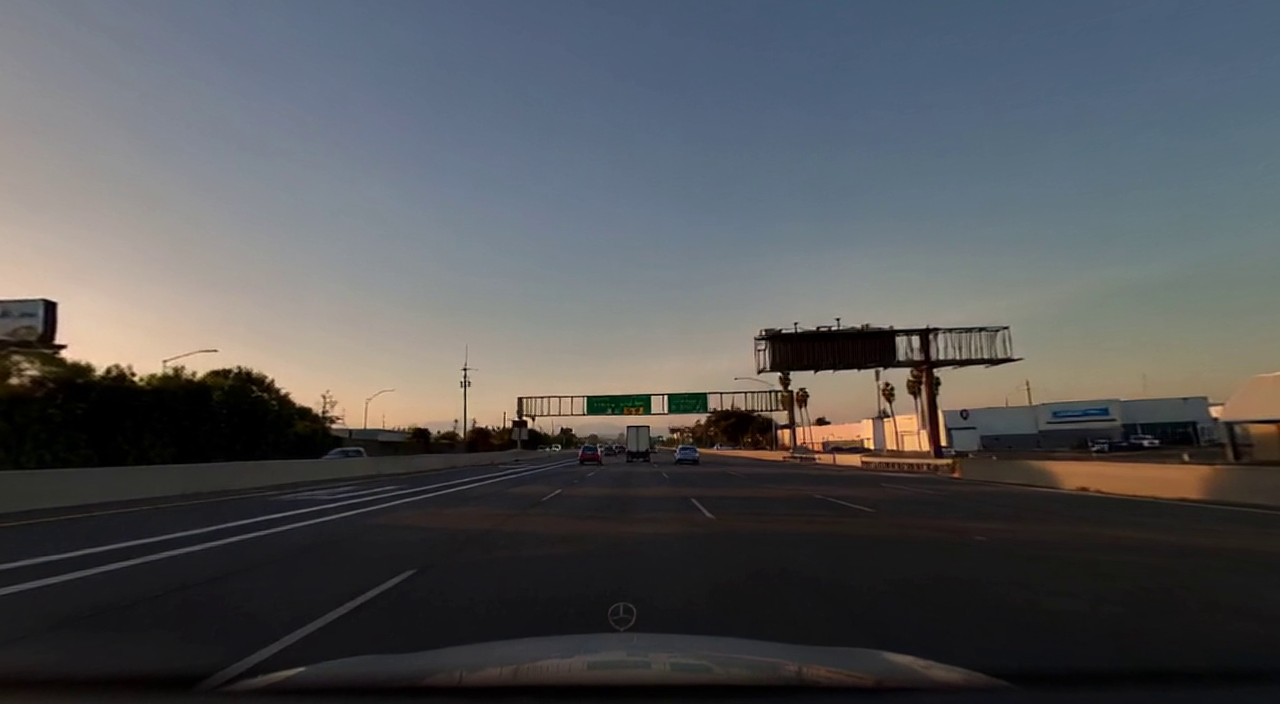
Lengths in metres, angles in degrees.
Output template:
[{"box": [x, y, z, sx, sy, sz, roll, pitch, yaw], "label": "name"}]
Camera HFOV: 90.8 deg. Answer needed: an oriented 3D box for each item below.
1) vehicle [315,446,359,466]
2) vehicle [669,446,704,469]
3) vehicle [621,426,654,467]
[{"box": [-23.812, 8.172, 49.762, 1.677, 1.457, 3.656, 0, -9, -1], "label": "vehicle"}, {"box": [3.116, 7.183, 43.274, 2.049, 1.485, 4.106, 0, -9, -1], "label": "vehicle"}, {"box": [-0.252, 7.335, 49.053, 2.364, 2.953, 6.495, 0, -9, -1], "label": "vehicle"}]
